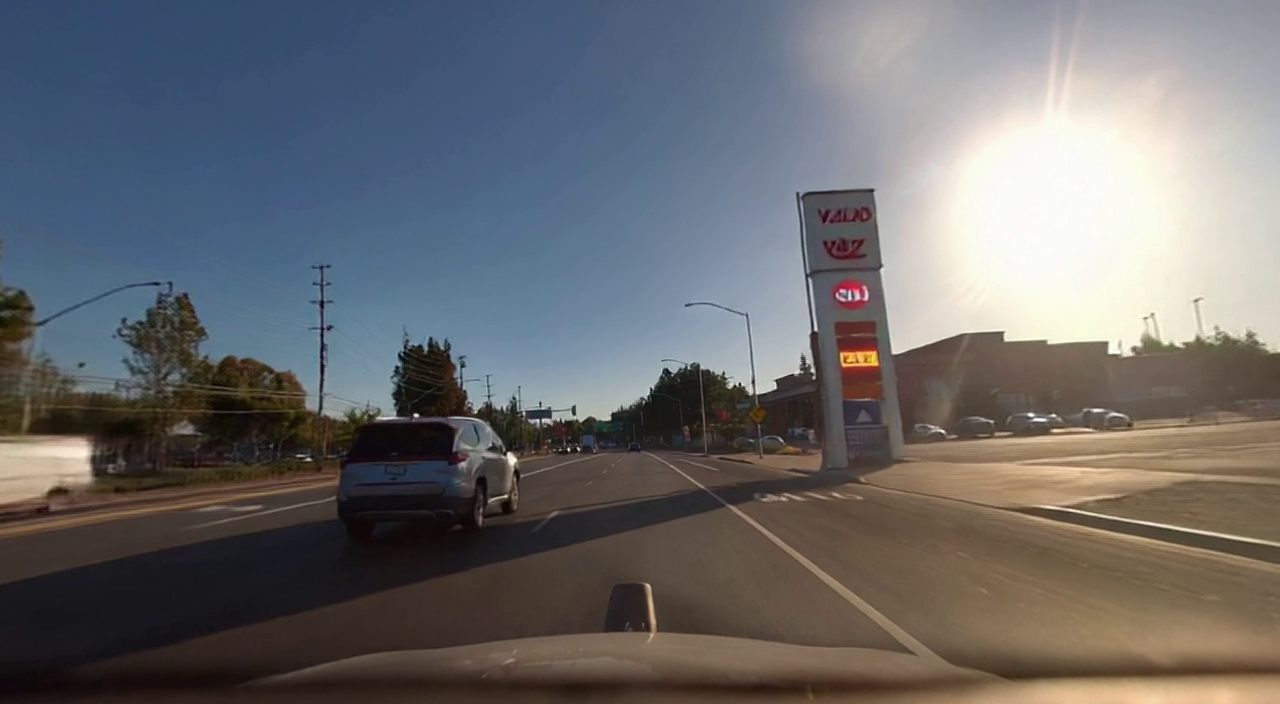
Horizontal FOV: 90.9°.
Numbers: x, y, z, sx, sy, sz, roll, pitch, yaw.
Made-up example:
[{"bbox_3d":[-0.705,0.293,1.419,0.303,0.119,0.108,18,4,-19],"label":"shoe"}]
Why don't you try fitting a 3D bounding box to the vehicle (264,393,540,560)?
[{"bbox_3d":[-3.015,1.718,9.426,2.190,1.844,4.751,0,-8,1],"label":"vehicle"}]
